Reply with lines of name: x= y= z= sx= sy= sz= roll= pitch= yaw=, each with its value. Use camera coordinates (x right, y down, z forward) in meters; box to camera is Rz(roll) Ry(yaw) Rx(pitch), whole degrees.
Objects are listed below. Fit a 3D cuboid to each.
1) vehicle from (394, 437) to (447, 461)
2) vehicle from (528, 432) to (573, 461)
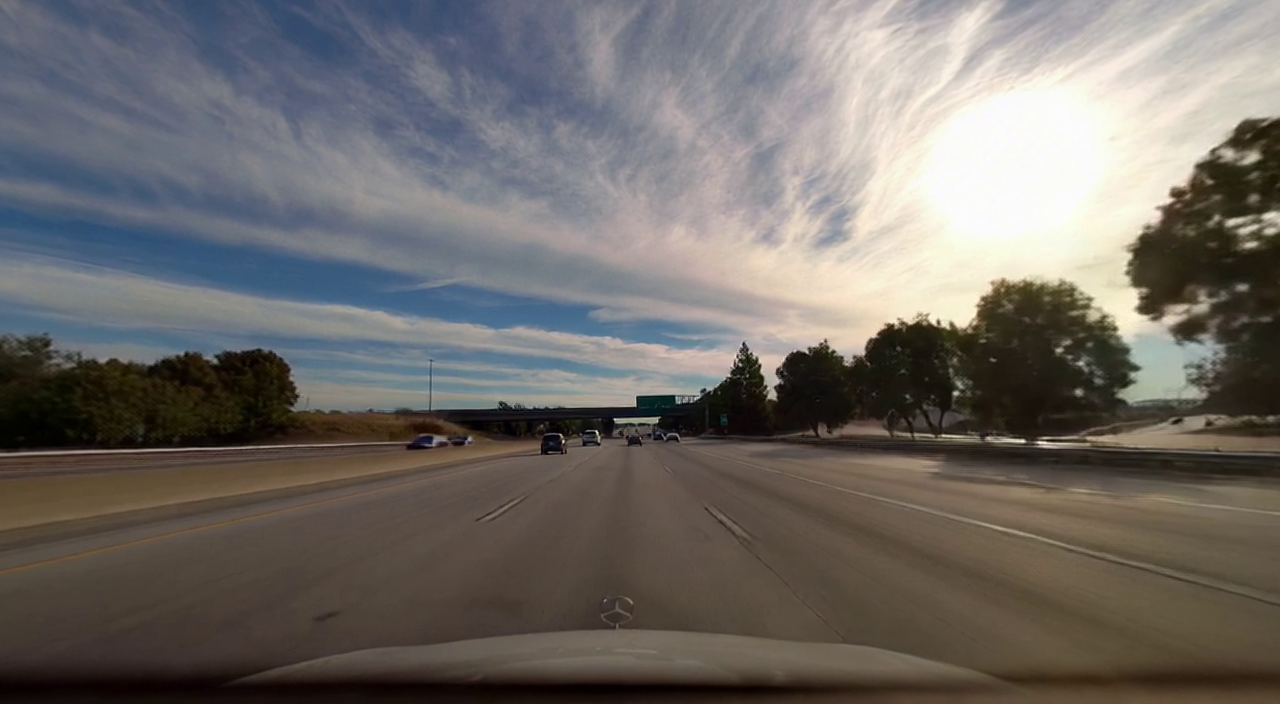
vehicle: x=-13.852 y=6.111 z=40.005 sx=1.851 sy=1.451 sz=4.277 roll=0 pitch=-8 yaw=-1
vehicle: x=-4.892 y=5.231 z=35.011 sx=1.933 sy=1.473 sz=4.023 roll=0 pitch=-8 yaw=0
